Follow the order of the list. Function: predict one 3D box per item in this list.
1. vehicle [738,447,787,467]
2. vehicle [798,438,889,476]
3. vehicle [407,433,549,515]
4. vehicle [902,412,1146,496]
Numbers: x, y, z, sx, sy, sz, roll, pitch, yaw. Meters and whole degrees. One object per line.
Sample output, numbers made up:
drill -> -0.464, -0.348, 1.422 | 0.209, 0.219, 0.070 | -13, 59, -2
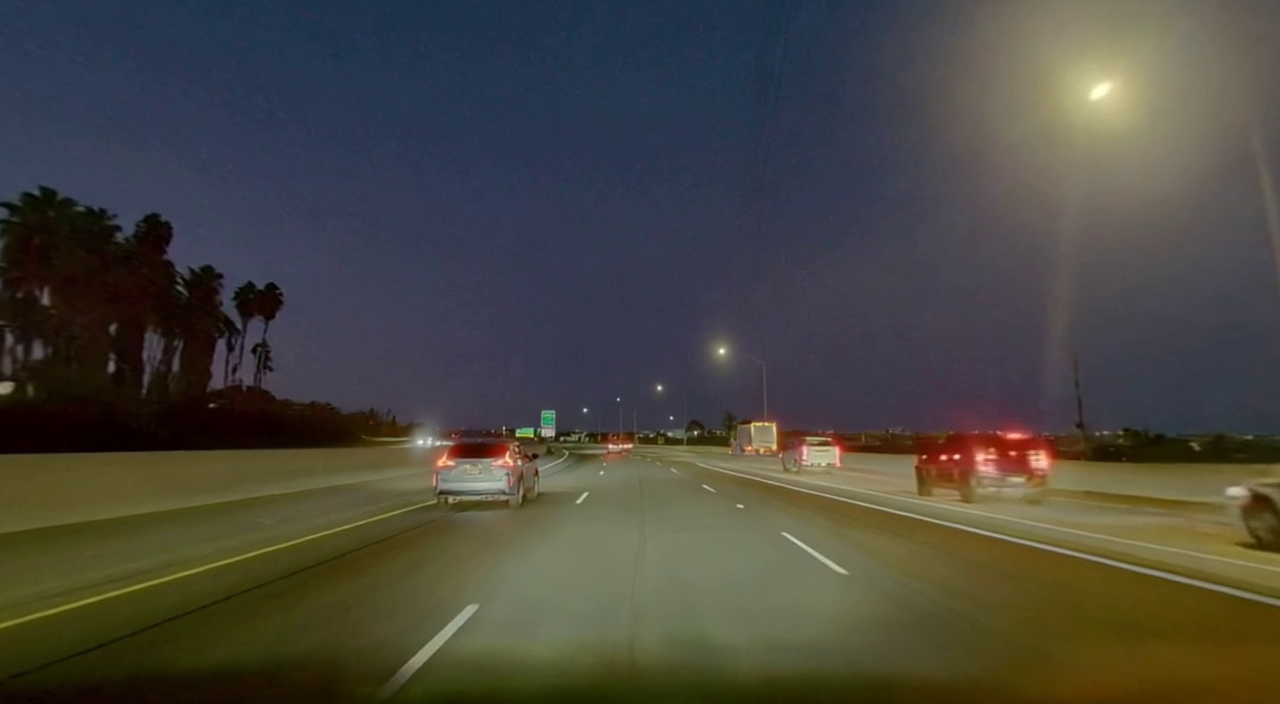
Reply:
vehicle -> 7.963, 6.864, 41.512 | 1.994, 1.237, 4.603 | 0, -8, -4
vehicle -> 8.731, 4.558, 27.616 | 2.052, 1.468, 5.333 | 0, -8, -2
vehicle -> -3.405, 2.646, 14.182 | 2.109, 1.536, 4.174 | 0, -8, 0
vehicle -> 8.734, 2.408, 15.227 | 2.345, 1.637, 5.558 | 0, -8, -1
